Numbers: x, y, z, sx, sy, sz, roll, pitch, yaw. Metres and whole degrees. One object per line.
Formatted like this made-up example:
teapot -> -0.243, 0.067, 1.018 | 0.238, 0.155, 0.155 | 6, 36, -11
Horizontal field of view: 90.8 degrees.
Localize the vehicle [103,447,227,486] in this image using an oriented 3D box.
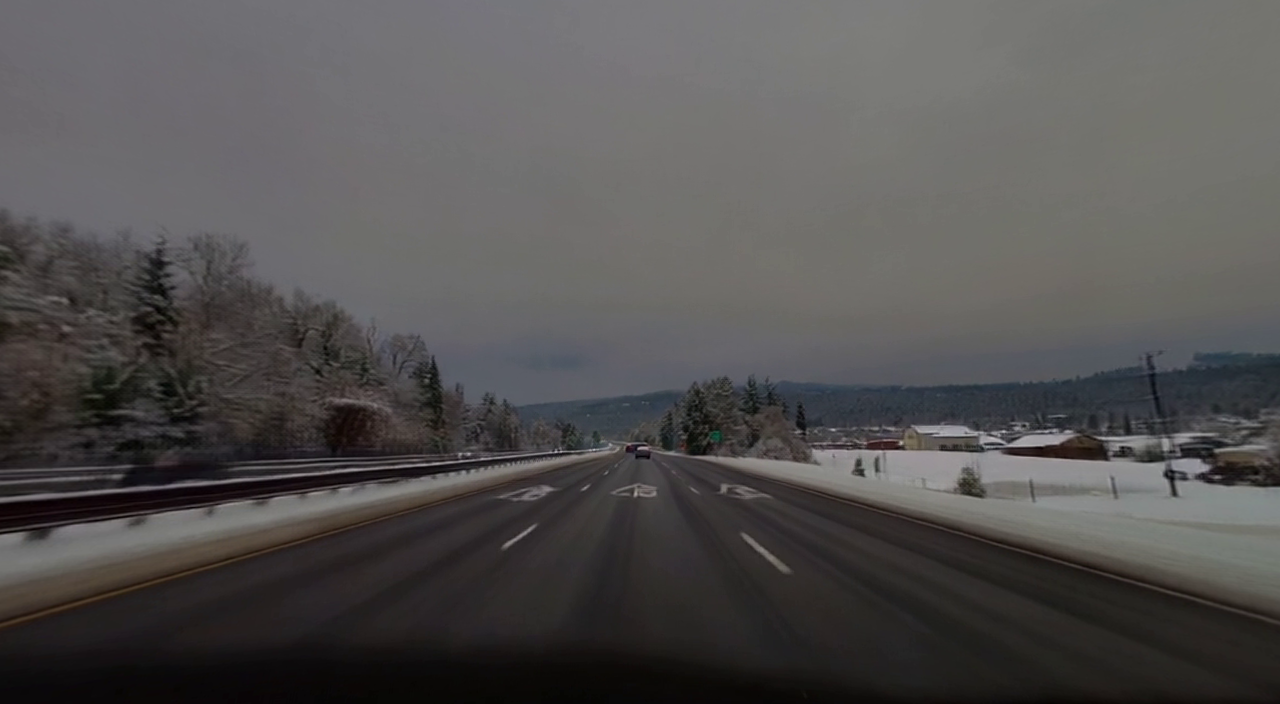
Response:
vehicle -> -21.119, 5.077, 28.394 | 1.887, 1.569, 4.664 | 0, -9, 1
